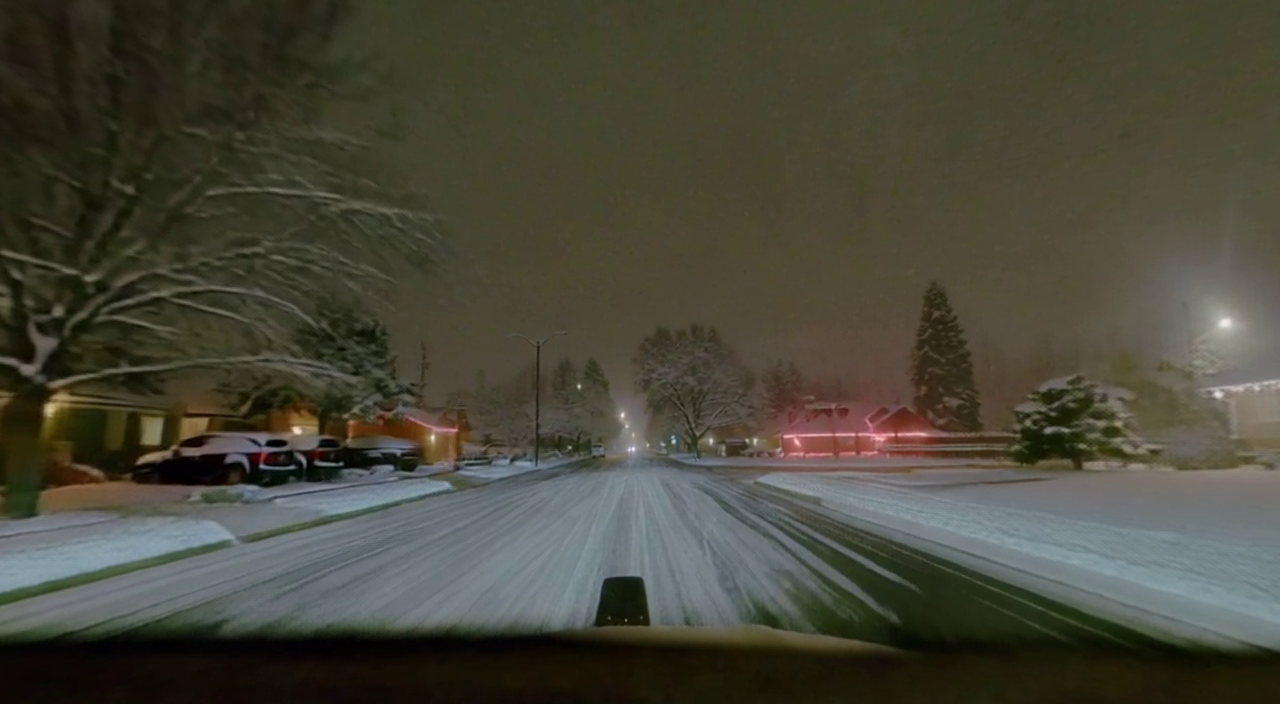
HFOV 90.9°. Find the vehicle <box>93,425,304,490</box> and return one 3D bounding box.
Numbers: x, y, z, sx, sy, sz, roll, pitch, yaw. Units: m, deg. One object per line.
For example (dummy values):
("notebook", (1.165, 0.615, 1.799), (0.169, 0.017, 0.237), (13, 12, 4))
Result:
("vehicle", (-13.520, 3.253, 19.598), (4.796, 1.864, 2.328), (-1, -9, 2))

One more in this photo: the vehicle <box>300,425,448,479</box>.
("vehicle", (-12.887, 4.893, 30.971), (5.946, 2.048, 2.595), (5, -9, -3))
